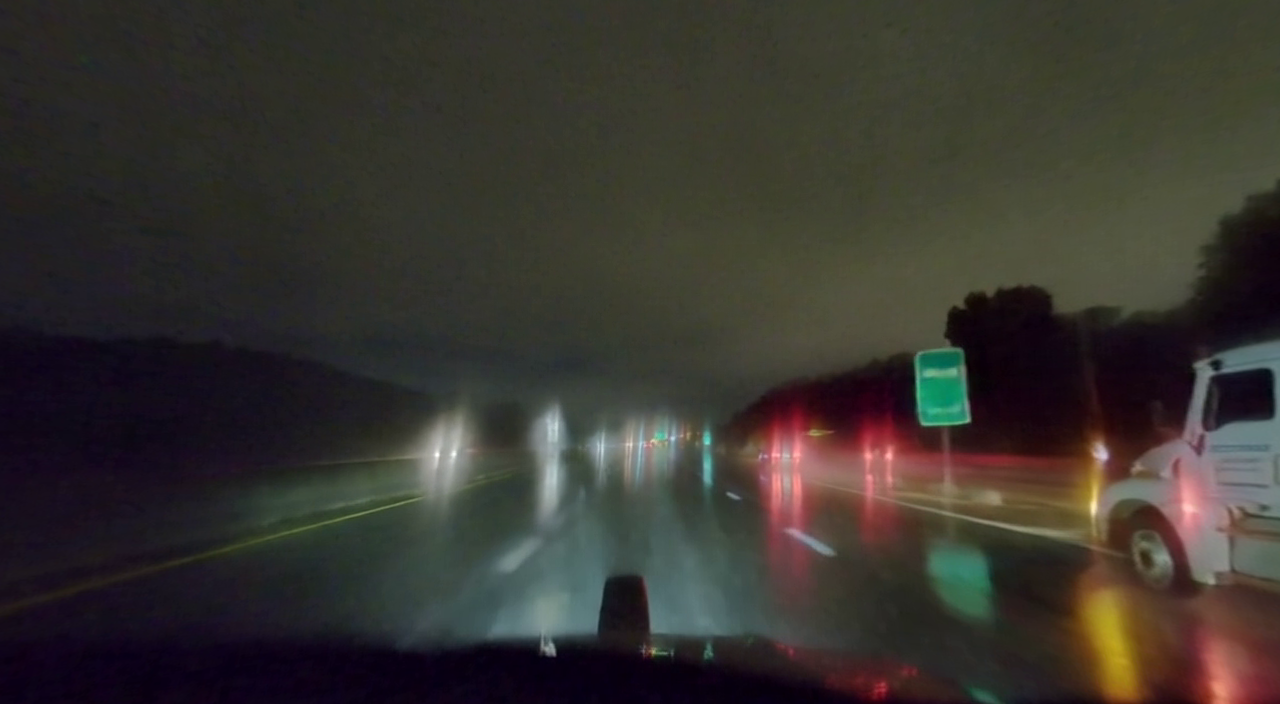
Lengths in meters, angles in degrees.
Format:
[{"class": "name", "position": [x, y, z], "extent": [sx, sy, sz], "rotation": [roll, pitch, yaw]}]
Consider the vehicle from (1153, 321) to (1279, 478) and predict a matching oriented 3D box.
[{"class": "vehicle", "position": [17.656, 1.239, 16.217], "extent": [2.905, 3.936, 6.134], "rotation": [1, -8, -10]}]

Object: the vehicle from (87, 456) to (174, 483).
[{"class": "vehicle", "position": [-30.725, 7.066, 38.141], "extent": [1.792, 1.439, 4.062], "rotation": [0, -8, 1]}]
